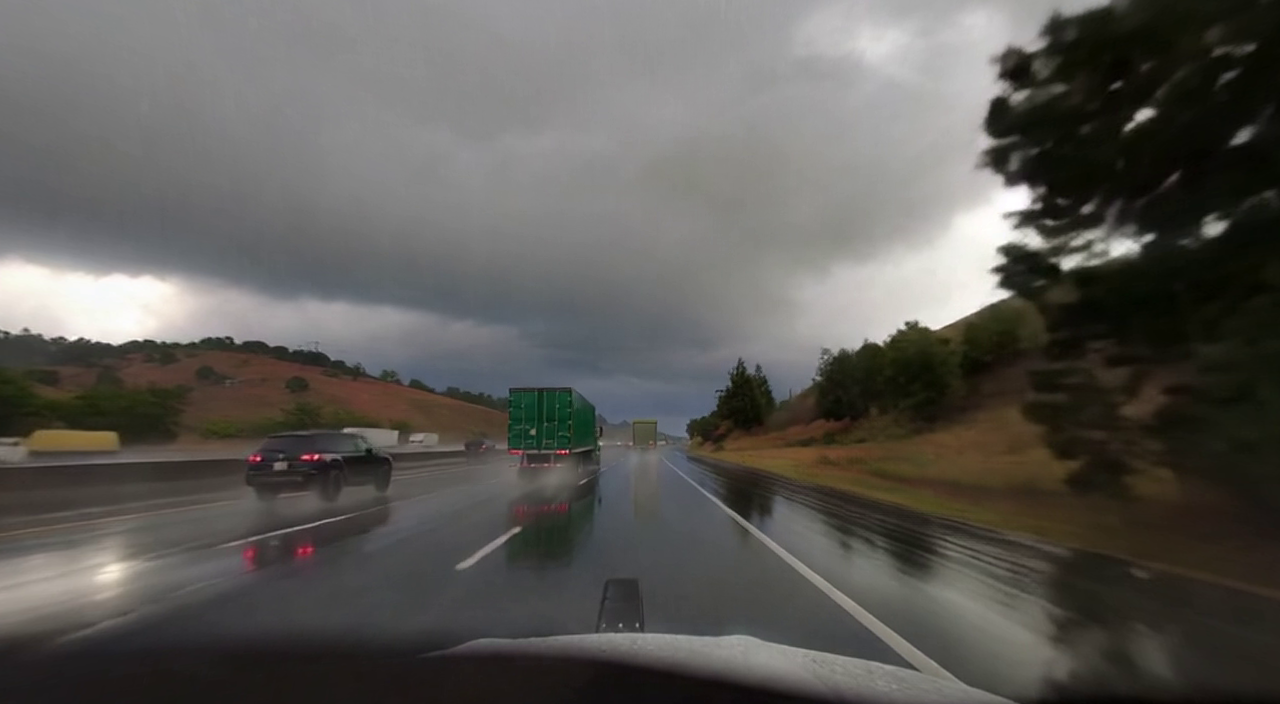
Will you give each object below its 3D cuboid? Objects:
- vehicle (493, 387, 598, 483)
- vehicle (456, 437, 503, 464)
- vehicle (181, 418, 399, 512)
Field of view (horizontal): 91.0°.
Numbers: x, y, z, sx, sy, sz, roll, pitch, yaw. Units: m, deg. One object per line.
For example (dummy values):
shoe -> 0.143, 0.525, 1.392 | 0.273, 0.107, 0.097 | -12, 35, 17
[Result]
vehicle -> -3.606, 3.667, 27.257 | 2.789, 3.271, 10.894 | 1, -8, 0
vehicle -> -10.683, 6.591, 42.148 | 1.964, 1.652, 4.071 | 1, -8, 1
vehicle -> -7.481, 2.476, 14.213 | 2.125, 1.725, 4.715 | 1, -8, 1
